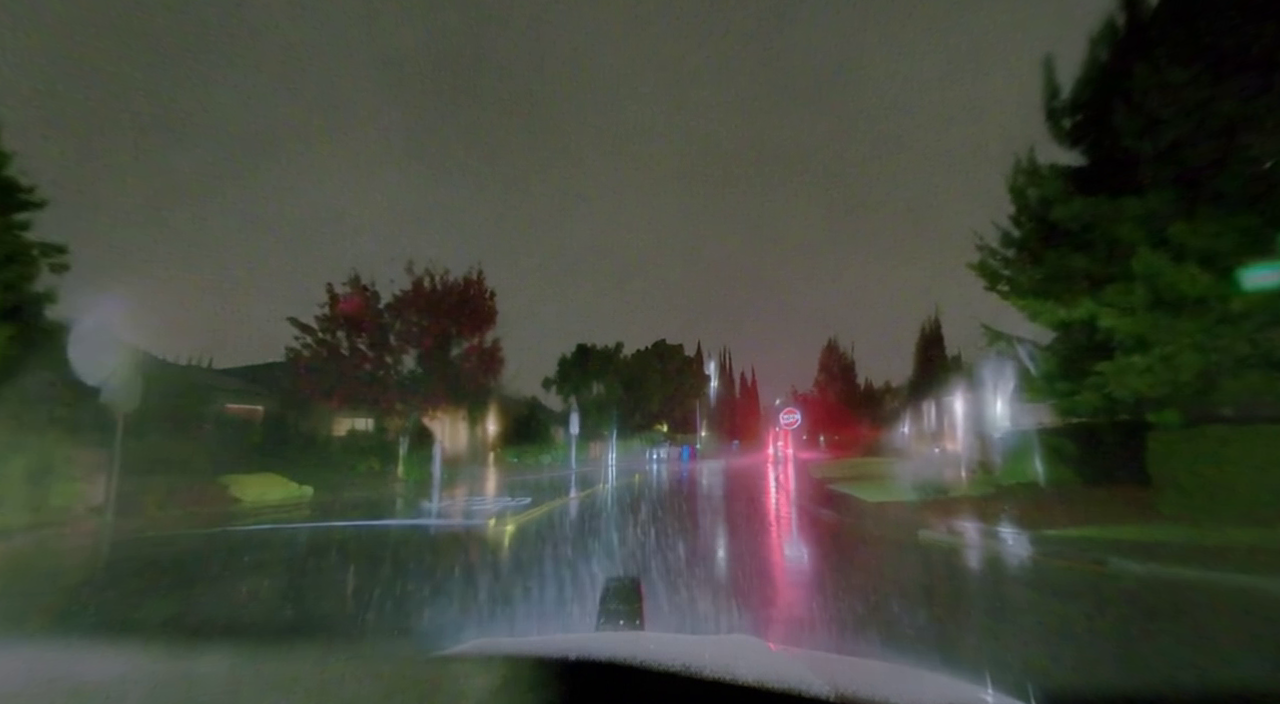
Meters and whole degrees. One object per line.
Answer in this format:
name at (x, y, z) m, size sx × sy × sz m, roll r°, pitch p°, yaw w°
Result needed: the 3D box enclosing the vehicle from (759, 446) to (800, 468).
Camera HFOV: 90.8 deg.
vehicle at (10.065, 7.498, 45.298) m, size 2.045 × 1.478 × 4.914 m, roll -4°, pitch -9°, yaw 22°
